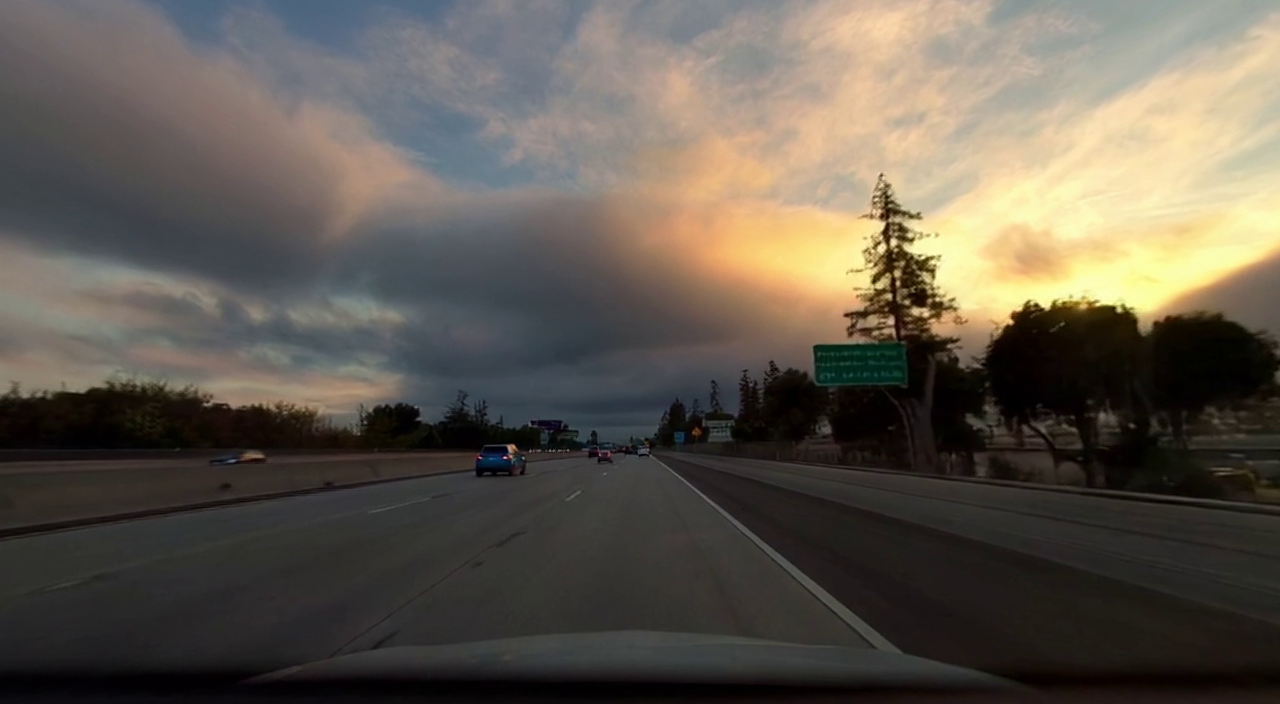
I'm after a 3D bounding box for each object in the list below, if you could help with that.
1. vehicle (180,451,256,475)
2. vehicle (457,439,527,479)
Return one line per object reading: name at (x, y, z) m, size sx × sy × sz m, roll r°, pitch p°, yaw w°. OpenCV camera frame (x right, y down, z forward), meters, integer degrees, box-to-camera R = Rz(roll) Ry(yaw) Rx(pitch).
vehicle at (-28.501, 7.487, 42.727) m, size 1.881 × 1.524 × 4.579 m, roll 0°, pitch -9°, yaw 1°
vehicle at (-6.893, 5.029, 29.893) m, size 2.055 × 1.683 × 4.804 m, roll 0°, pitch -9°, yaw 1°
